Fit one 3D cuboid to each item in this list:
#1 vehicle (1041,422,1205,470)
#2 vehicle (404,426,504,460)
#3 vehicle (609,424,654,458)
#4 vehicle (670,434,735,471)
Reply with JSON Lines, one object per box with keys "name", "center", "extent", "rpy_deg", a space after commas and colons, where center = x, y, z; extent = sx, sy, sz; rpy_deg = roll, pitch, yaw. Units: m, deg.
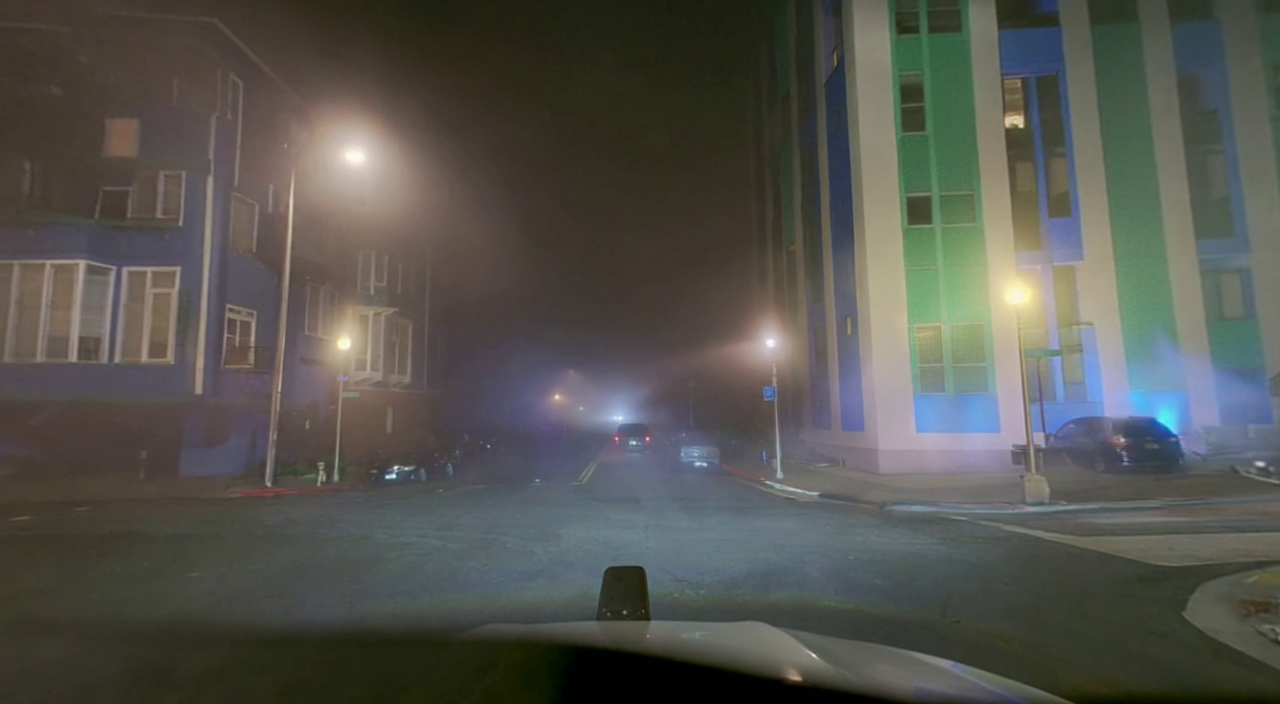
{"name": "vehicle", "center": [15.288, 3.011, 20.126], "extent": [3.752, 1.453, 1.709], "rpy_deg": [0, -9, 2]}
{"name": "vehicle", "center": [-11.429, 5.594, 38.878], "extent": [5.540, 1.950, 2.113], "rpy_deg": [4, -12, -28]}
{"name": "vehicle", "center": [-0.486, 5.159, 36.493], "extent": [2.412, 1.834, 4.636], "rpy_deg": [0, -8, 0]}
{"name": "vehicle", "center": [2.560, 4.300, 27.091], "extent": [2.290, 1.456, 4.503], "rpy_deg": [0, -9, -1]}
